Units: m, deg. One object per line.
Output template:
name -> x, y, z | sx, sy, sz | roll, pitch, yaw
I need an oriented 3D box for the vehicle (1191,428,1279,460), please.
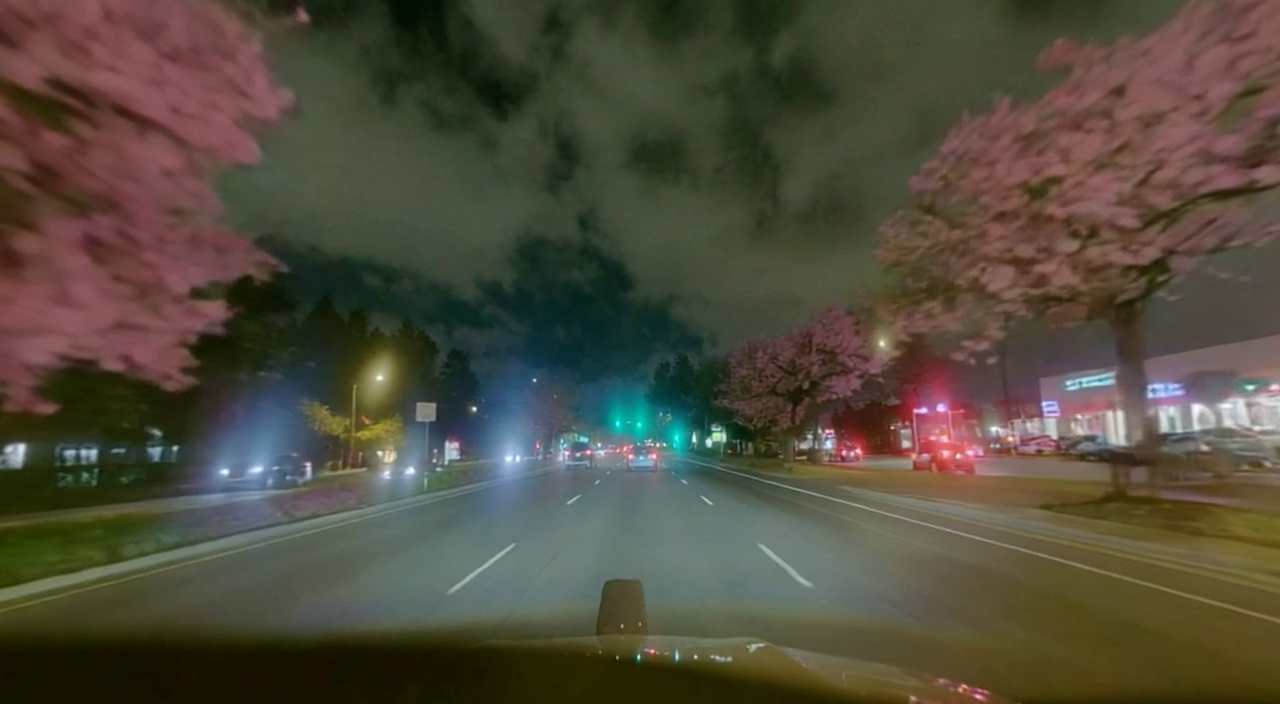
vehicle -> 29.716, 4.423, 30.367 | 1.832, 1.421, 4.597 | -1, -8, -2

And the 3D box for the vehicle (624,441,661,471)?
vehicle -> 0.125, 6.290, 38.250 | 2.149, 1.701, 4.379 | 0, -8, -1

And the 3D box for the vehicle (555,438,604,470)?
vehicle -> -3.627, 6.224, 38.514 | 2.453, 1.844, 4.751 | 0, -8, 1

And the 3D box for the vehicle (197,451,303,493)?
vehicle -> -18.225, 5.587, 29.664 | 2.030, 1.750, 4.597 | 0, -8, 0
